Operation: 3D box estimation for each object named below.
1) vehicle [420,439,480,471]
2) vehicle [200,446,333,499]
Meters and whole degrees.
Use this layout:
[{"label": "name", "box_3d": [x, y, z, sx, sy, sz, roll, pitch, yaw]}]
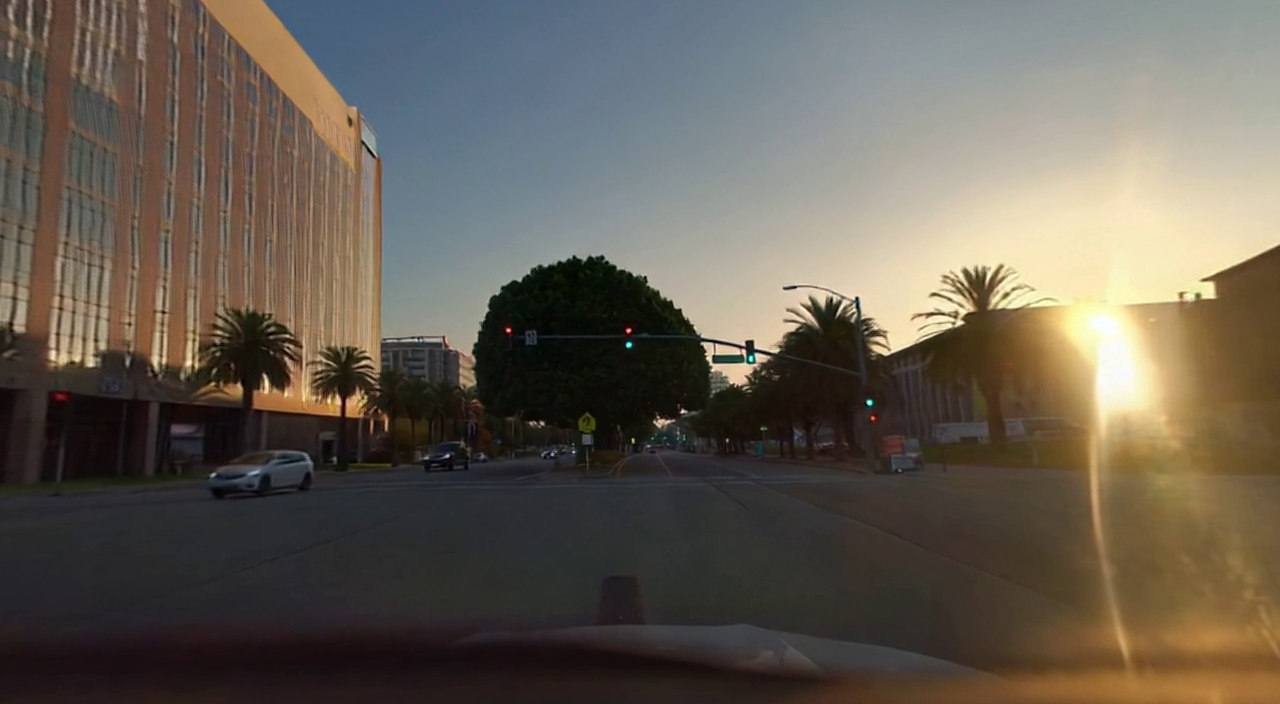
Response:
[{"label": "vehicle", "box_3d": [-12.872, 7.025, 43.161, 2.268, 2.016, 5.632, 0, -8, 1]}, {"label": "vehicle", "box_3d": [-12.937, 4.159, 22.268, 2.038, 1.624, 4.292, 0, -8, 0]}]
